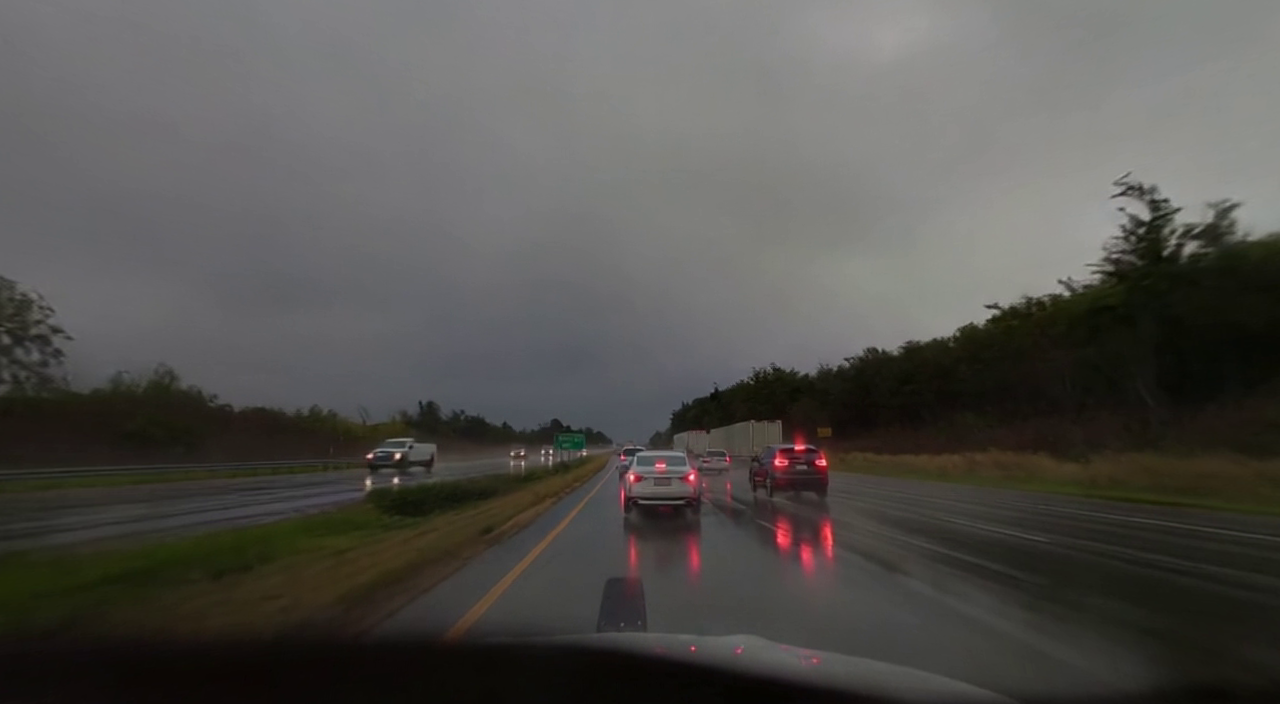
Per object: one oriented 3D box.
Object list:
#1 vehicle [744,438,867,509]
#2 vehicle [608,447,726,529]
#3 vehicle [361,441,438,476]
[{"bbox_3d":[4.319,3.242,17.329,1.998,1.657,4.604,0,-9,-2],"label":"vehicle"},{"bbox_3d":[0.429,2.711,13.104,2.094,1.426,3.725,0,-9,-1],"label":"vehicle"},{"bbox_3d":[-12.361,5.507,32.776,2.039,1.666,5.002,0,-9,-1],"label":"vehicle"}]
